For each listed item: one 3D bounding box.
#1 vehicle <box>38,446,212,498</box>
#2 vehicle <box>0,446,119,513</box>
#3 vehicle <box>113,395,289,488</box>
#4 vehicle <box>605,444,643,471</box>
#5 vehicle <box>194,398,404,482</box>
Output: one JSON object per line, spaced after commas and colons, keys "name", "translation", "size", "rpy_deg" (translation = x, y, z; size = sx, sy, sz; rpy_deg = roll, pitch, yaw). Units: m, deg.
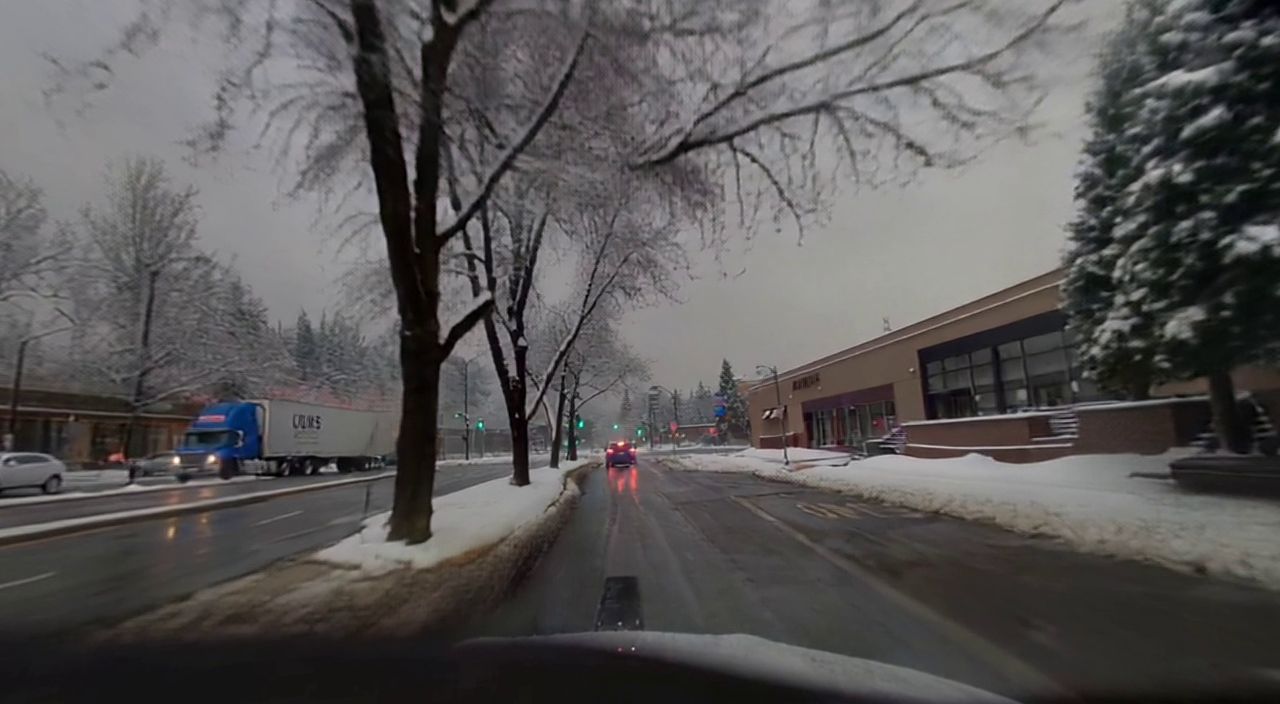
{"name": "vehicle", "translation": [-19.230, 4.438, 23.915], "size": [1.988, 1.762, 4.653], "rpy_deg": [-3, -9, 18]}
{"name": "vehicle", "translation": [-17.620, 3.467, 17.325], "size": [2.101, 1.721, 4.587], "rpy_deg": [-3, -9, 18]}
{"name": "vehicle", "translation": [-20.847, 4.338, 30.538], "size": [3.045, 3.961, 6.104], "rpy_deg": [-3, -9, 17]}
{"name": "vehicle", "translation": [-0.854, 5.991, 36.062], "size": [2.006, 1.470, 3.799], "rpy_deg": [0, -8, 0]}
{"name": "vehicle", "translation": [-18.844, 5.140, 36.550], "size": [2.792, 4.025, 11.784], "rpy_deg": [-3, -9, 18]}
